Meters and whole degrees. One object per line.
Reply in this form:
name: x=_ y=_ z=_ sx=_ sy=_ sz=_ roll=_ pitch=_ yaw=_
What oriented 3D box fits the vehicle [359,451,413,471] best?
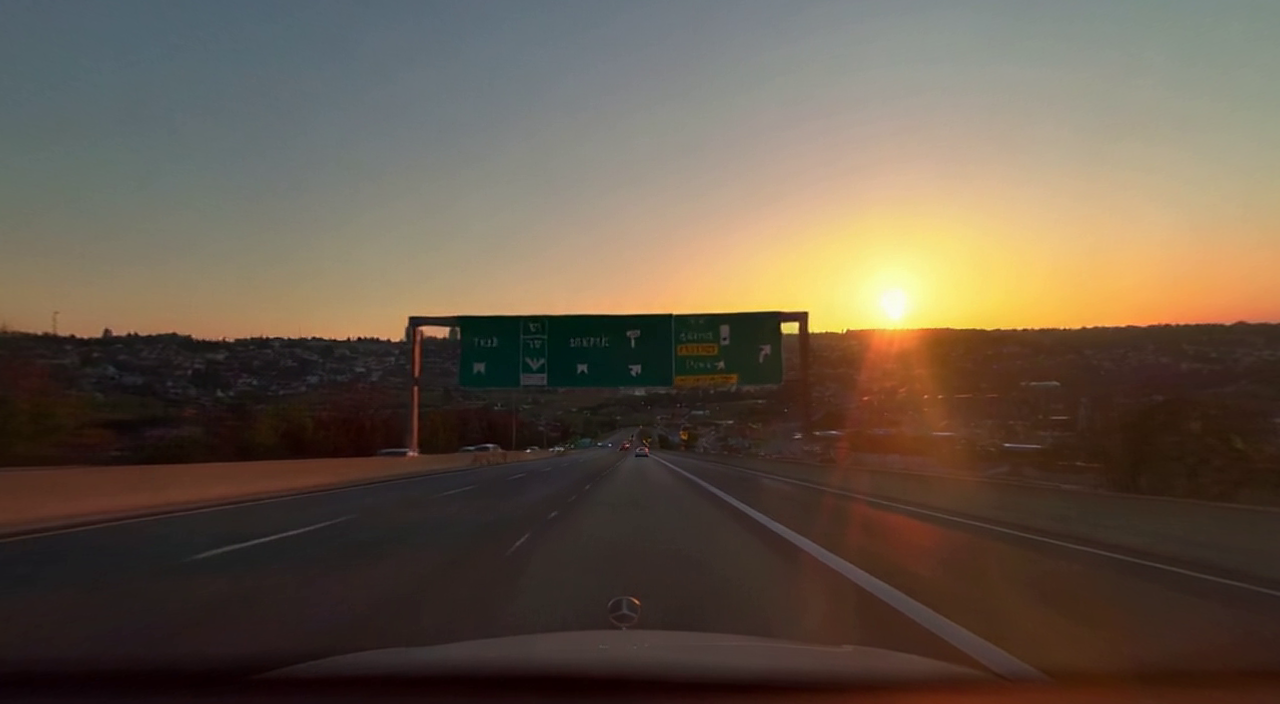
vehicle: x=-18.317 y=7.844 z=45.739 sx=2.133 sy=1.364 sz=4.258 roll=0 pitch=-9 yaw=1
